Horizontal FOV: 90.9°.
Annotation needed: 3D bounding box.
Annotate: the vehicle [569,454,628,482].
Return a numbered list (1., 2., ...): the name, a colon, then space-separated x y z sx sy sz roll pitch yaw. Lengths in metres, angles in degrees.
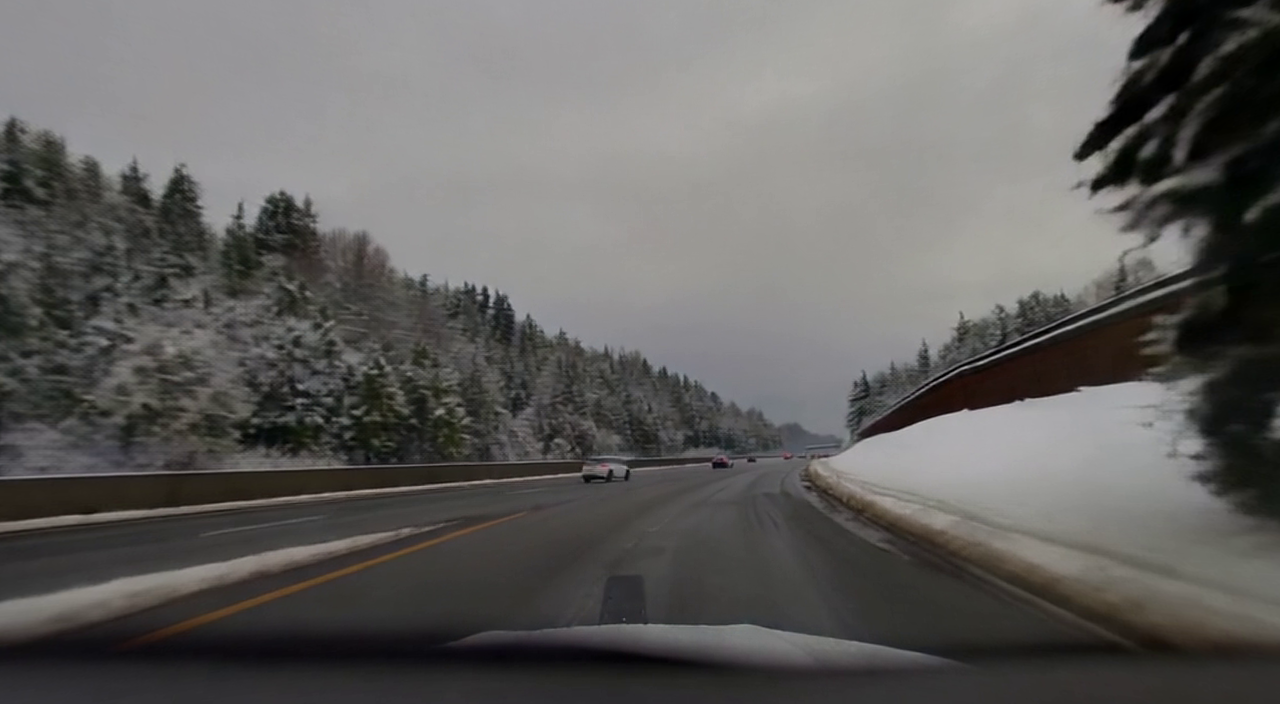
1. vehicle: -2.268 6.610 36.253 1.699 1.461 4.924 -3 -9 17
